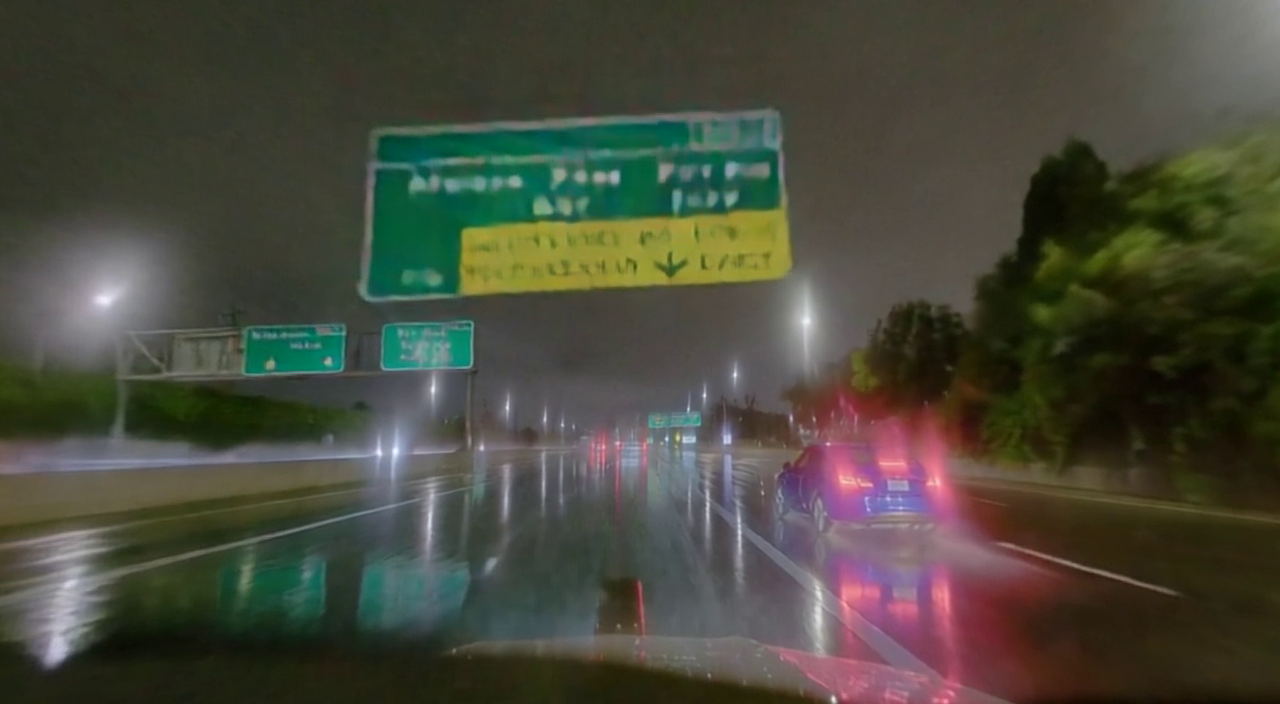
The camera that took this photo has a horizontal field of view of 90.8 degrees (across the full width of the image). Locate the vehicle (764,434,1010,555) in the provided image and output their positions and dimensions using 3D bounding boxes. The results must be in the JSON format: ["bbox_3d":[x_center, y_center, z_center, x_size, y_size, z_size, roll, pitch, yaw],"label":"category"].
[{"bbox_3d":[3.539,2.120,10.237,1.989,1.479,4.670,0,-9,-1],"label":"vehicle"}]
